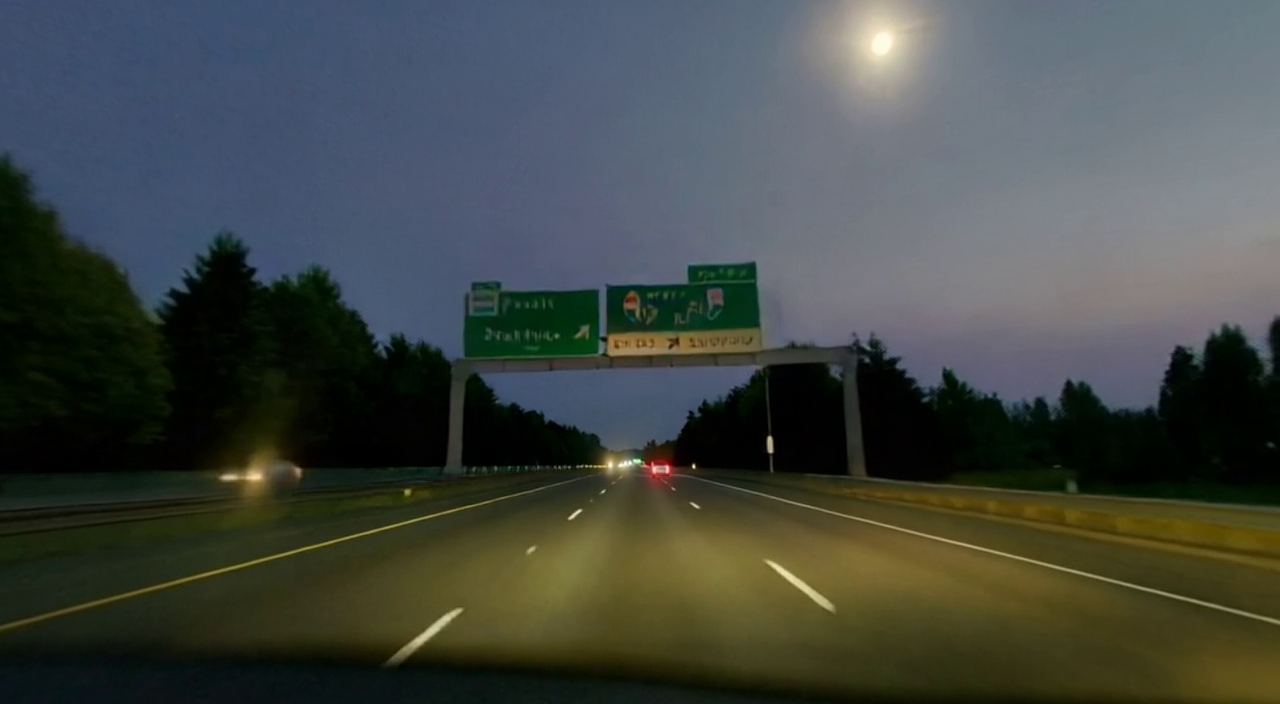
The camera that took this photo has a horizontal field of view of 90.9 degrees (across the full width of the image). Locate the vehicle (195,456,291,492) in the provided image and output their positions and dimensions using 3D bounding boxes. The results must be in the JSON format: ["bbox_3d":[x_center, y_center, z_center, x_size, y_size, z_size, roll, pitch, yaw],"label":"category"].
[{"bbox_3d":[-19.525,6.042,31.260,1.893,1.602,4.274,1,-11,0],"label":"vehicle"}]
